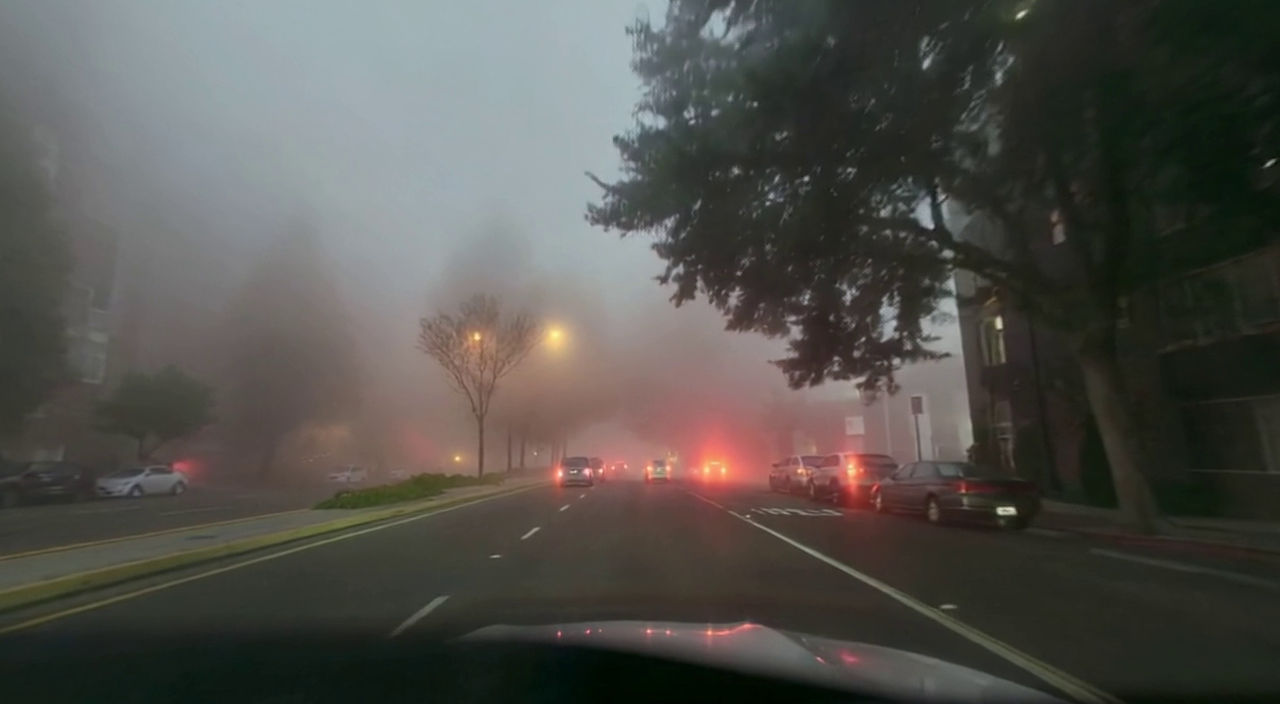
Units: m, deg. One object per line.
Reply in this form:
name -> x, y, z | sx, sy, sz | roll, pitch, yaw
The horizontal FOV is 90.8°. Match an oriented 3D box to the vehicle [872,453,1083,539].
vehicle -> 7.008, 2.998, 13.797 | 2.269, 1.506, 4.152 | 0, -8, -1

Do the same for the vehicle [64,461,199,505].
vehicle -> -21.780, 5.585, 27.360 | 1.999, 1.562, 4.803 | 0, -8, -3

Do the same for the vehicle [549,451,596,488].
vehicle -> -3.854, 6.770, 36.811 | 2.223, 1.957, 4.845 | 0, -8, 0

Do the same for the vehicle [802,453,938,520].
vehicle -> 7.012, 4.129, 19.957 | 2.320, 1.764, 4.731 | 0, -8, -2

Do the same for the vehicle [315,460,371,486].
vehicle -> -22.522, 9.181, 48.112 | 1.996, 1.767, 4.613 | 0, -8, -1

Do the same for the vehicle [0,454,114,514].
vehicle -> -21.624, 4.586, 22.359 | 2.270, 1.830, 4.409 | 0, -8, -3

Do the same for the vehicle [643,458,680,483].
vehicle -> 1.503, 8.494, 45.322 | 2.201, 1.589, 3.843 | 0, -8, -4
